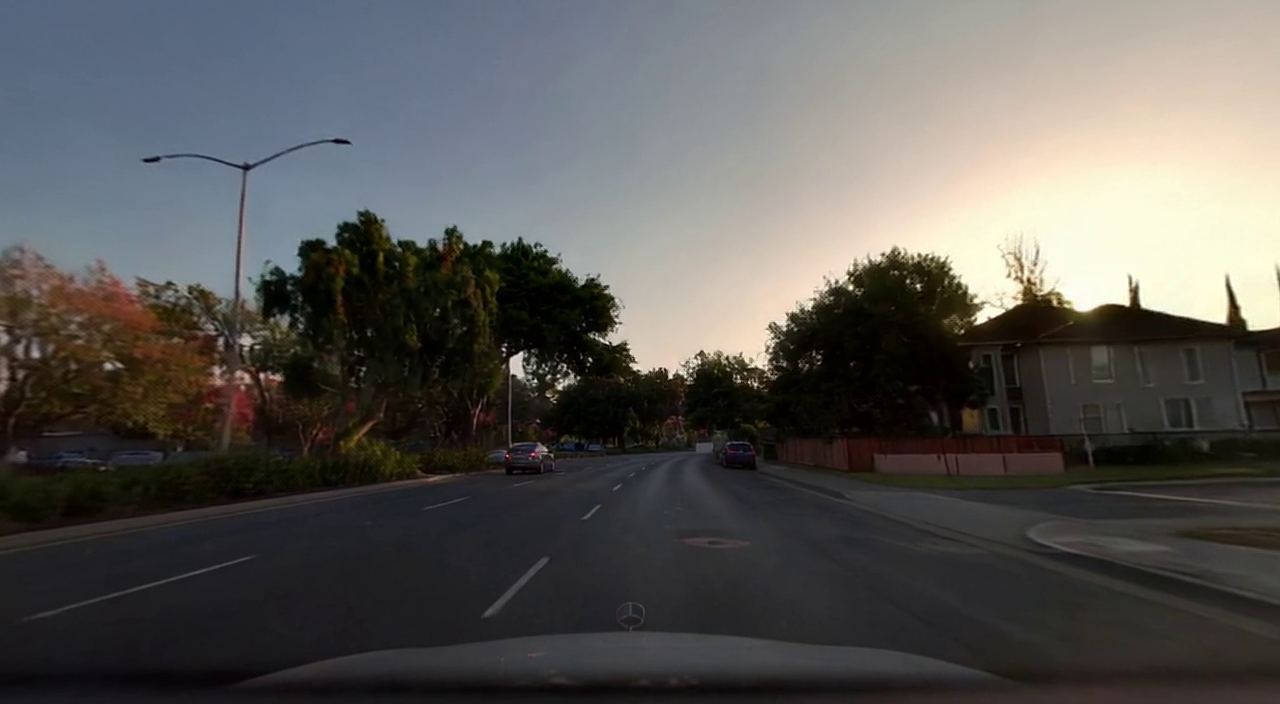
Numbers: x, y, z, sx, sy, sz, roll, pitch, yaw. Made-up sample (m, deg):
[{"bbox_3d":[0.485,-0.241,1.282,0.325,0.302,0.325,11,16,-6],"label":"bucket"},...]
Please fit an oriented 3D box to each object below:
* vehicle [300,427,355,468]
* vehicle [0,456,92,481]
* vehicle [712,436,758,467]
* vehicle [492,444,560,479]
[{"bbox_3d":[-22.503,6.910,45.678,2.421,2.746,5.968,2,-9,-16],"label":"vehicle"},{"bbox_3d":[-36.535,7.040,38.081,4.690,1.435,1.908,2,-10,-8],"label":"vehicle"},{"bbox_3d":[6.646,7.059,44.961,2.695,2.013,6.661,-1,-8,4],"label":"vehicle"},{"bbox_3d":[-5.127,4.979,29.081,2.060,1.473,4.645,0,-8,3],"label":"vehicle"}]
